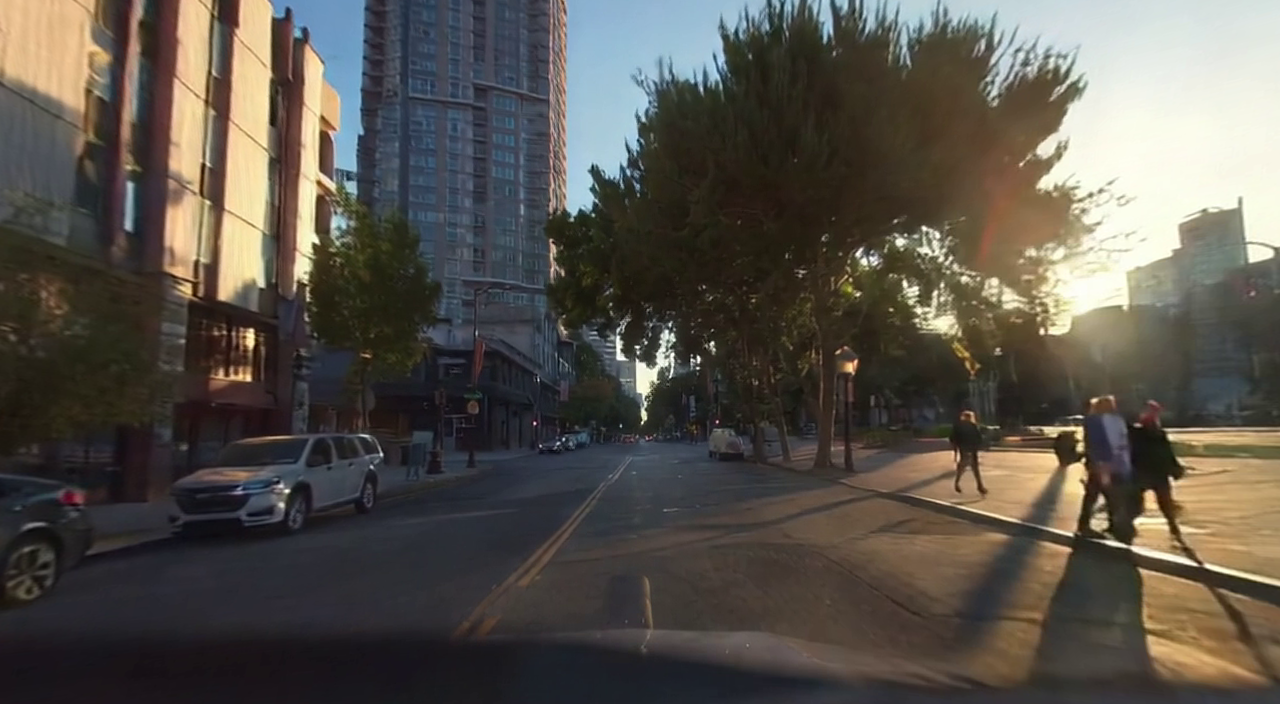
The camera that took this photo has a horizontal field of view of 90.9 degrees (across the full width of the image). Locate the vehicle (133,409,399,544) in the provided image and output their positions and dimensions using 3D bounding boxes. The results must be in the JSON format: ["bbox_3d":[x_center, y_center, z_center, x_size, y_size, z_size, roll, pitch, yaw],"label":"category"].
[{"bbox_3d":[-6.668,2.272,12.127,2.273,1.871,4.920,-4,-9,-2],"label":"vehicle"}]

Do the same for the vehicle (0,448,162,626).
[{"bbox_3d":[-6.735,1.626,5.008,2.270,1.539,4.855,-4,-9,-2],"label":"vehicle"}]
